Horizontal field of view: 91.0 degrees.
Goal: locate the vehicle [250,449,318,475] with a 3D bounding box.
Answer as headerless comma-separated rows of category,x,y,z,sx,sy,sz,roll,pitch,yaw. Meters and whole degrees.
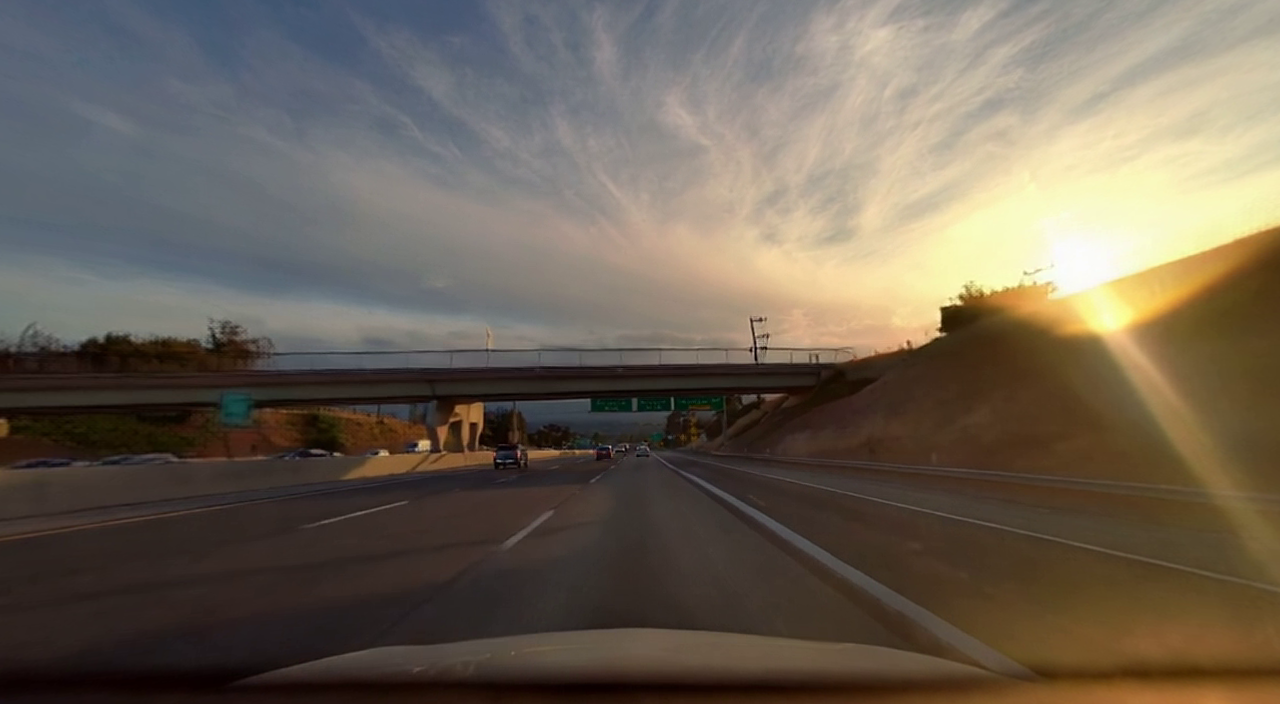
vehicle,-26.485,8.170,47.029,2.081,1.748,5.102,0,-9,0

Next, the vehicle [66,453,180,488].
vehicle,-26.954,6.155,33.091,2.001,1.610,4.667,0,-9,0

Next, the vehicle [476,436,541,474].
vehicle,-7.272,5.749,35.422,2.341,1.959,5.684,0,-9,1

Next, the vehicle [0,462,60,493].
vehicle,-34.369,6.749,33.868,1.827,1.514,4.681,0,-9,0
